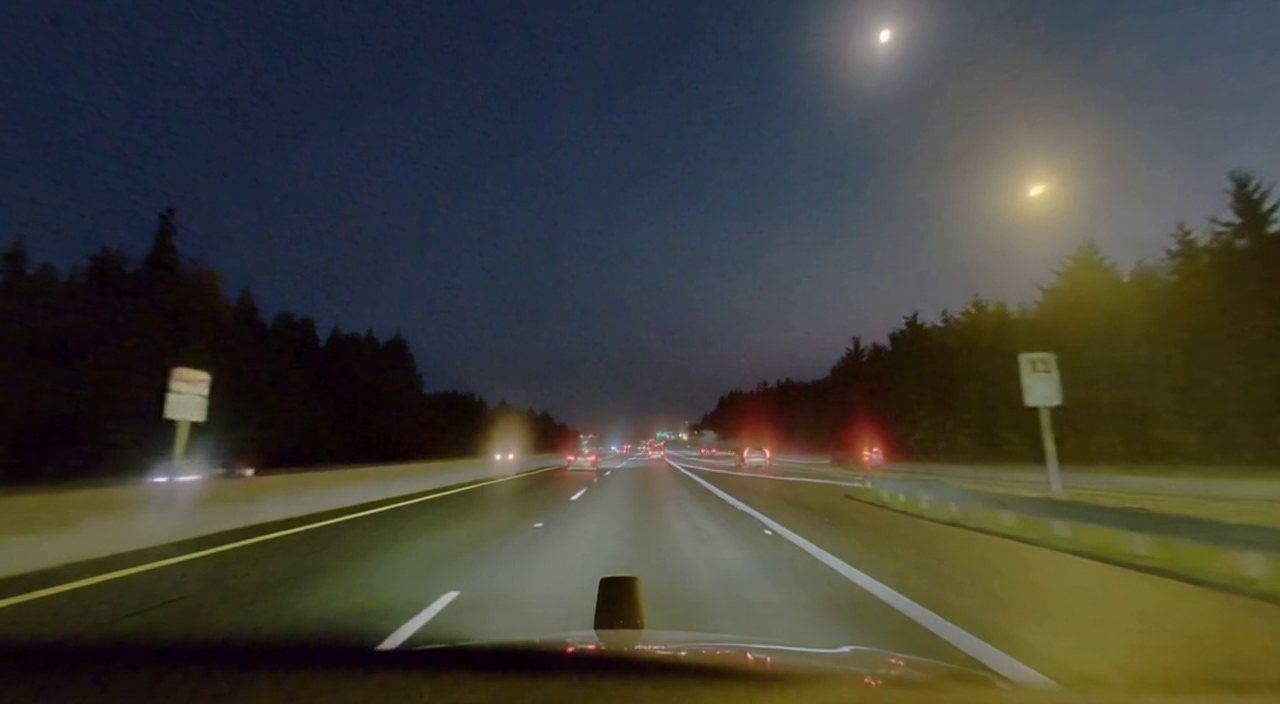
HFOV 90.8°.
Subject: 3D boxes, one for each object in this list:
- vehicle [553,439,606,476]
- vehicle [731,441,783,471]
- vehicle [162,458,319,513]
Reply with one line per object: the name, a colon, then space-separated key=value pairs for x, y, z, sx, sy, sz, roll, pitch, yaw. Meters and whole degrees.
vehicle: x=-2.807 y=5.031 z=30.250 sx=2.037 sy=1.638 sz=4.274 roll=0 pitch=-9 yaw=1
vehicle: x=6.942 y=6.217 z=37.901 sx=2.021 sy=1.639 sz=4.203 roll=1 pitch=-9 yaw=-5
vehicle: x=-11.914 y=3.982 z=19.245 sx=1.906 sy=1.402 sz=4.289 roll=0 pitch=-9 yaw=1
